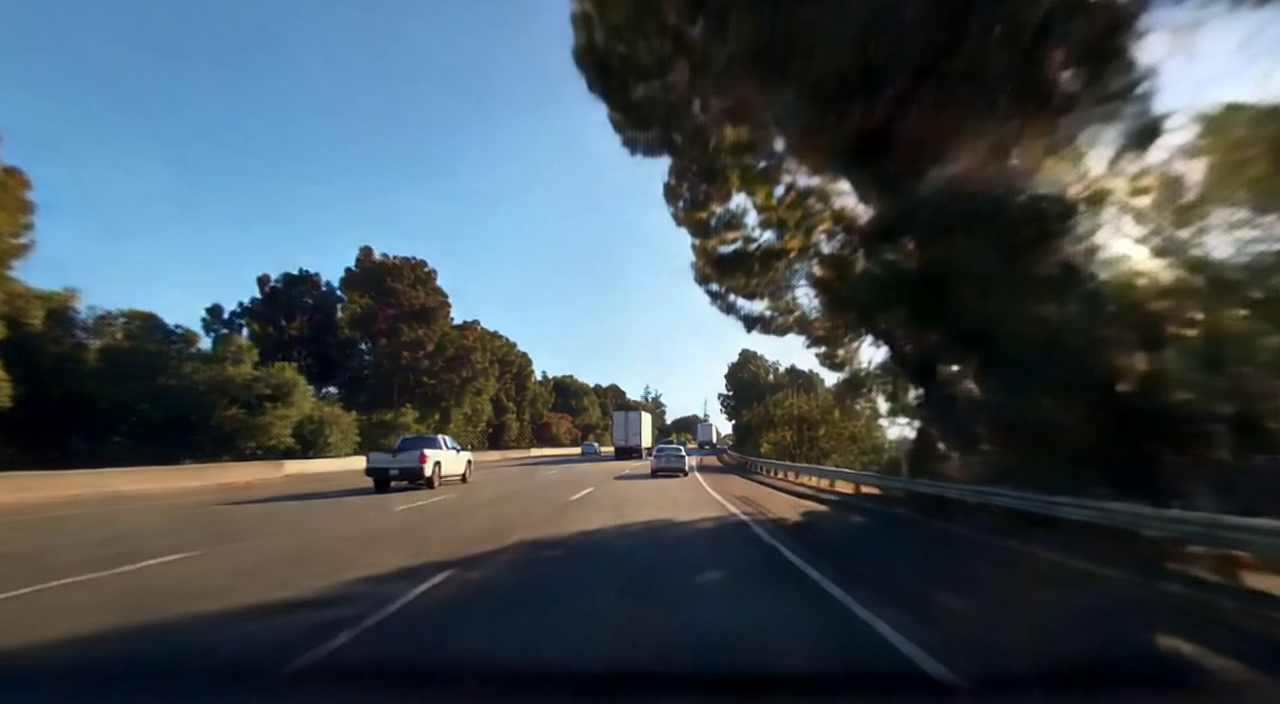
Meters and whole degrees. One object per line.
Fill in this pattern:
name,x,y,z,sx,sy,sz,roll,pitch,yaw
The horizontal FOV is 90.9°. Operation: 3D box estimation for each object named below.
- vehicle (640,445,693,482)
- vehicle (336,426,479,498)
vehicle,1.110,4.482,25.672,1.984,1.365,3.767,-1,-9,3
vehicle,-6.564,3.174,18.563,2.142,1.833,4.854,-1,-9,3
